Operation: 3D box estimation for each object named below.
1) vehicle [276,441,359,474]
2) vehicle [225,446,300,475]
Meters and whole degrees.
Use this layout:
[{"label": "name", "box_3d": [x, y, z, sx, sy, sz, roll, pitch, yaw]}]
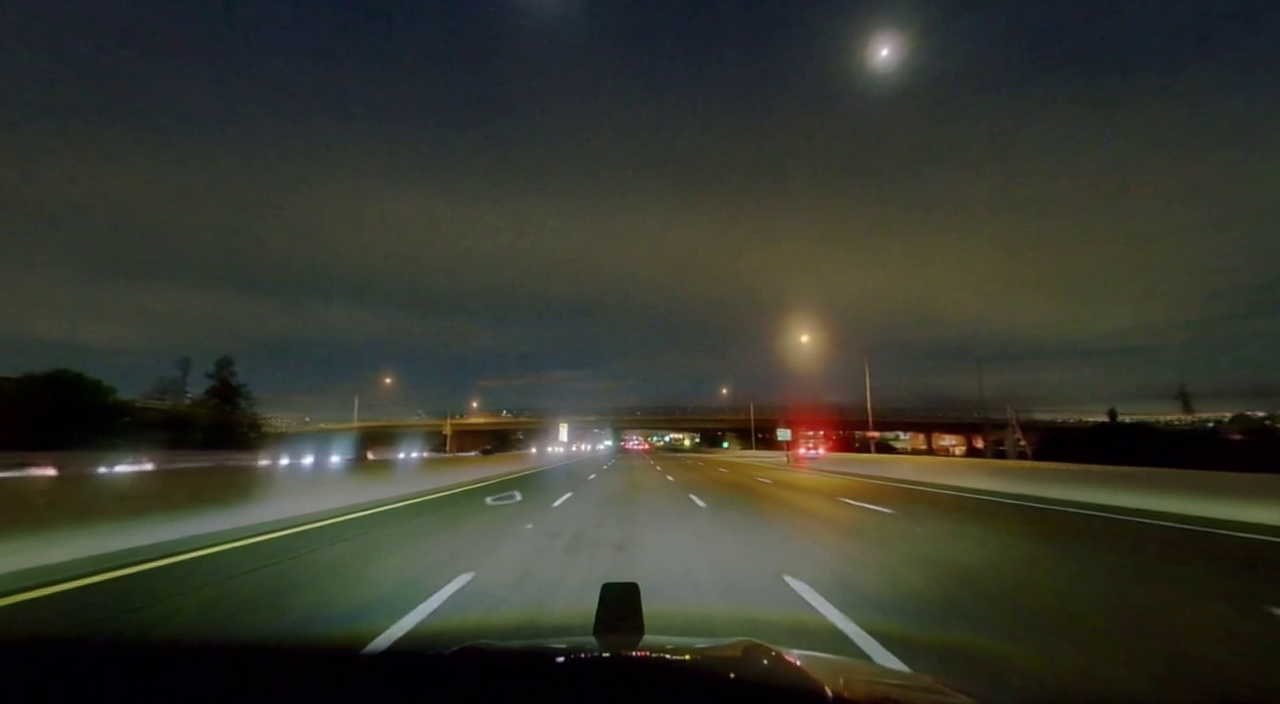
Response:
[{"label": "vehicle", "box_3d": [-17.322, 5.679, 34.250, 1.993, 1.652, 4.732, 0, -9, 0]}, {"label": "vehicle", "box_3d": [-20.915, 6.020, 35.211, 1.833, 1.529, 3.811, 0, -9, -1]}]
